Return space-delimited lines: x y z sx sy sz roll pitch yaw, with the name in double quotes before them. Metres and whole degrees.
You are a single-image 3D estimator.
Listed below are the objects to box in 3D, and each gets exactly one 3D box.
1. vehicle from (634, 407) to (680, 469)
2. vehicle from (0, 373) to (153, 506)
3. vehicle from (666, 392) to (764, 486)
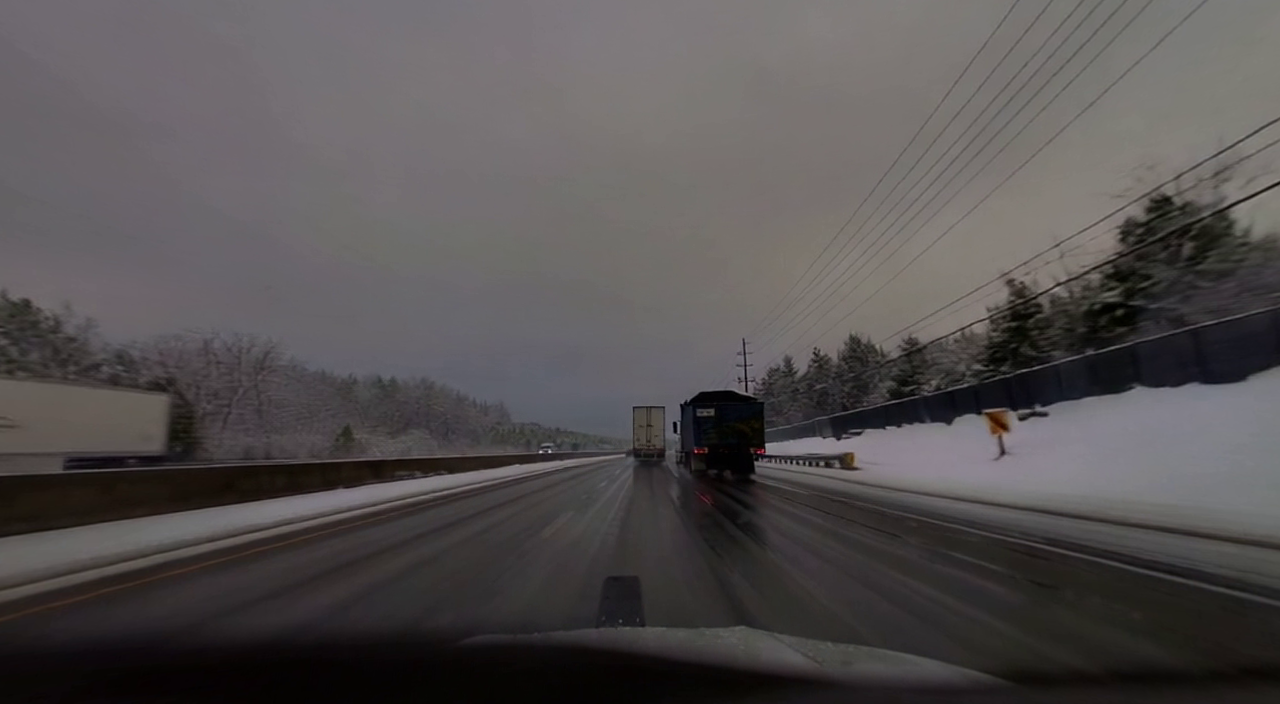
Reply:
"vehicle" 1.065 6.746 48.415 2.997 4.076 13.224 0 -9 0
"vehicle" -21.036 2.281 16.834 3.230 3.957 15.882 0 -9 1
"vehicle" 2.869 3.822 27.186 2.938 3.378 8.820 0 -9 -1
